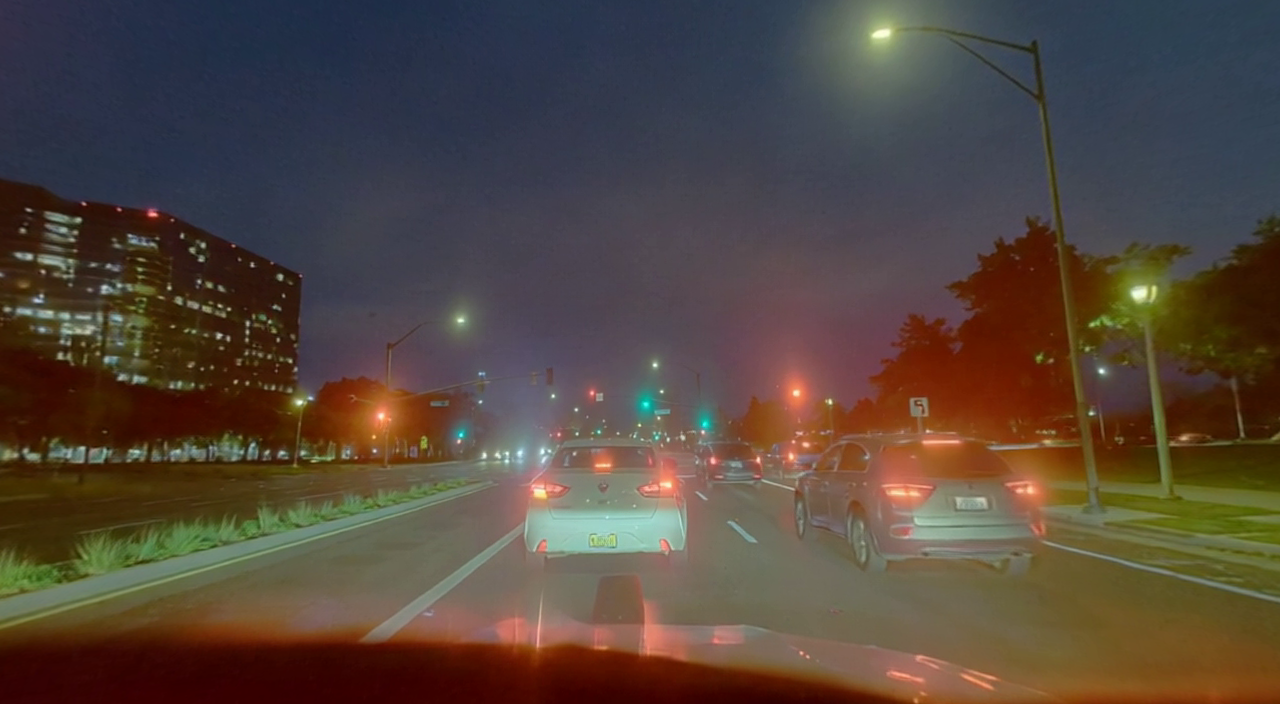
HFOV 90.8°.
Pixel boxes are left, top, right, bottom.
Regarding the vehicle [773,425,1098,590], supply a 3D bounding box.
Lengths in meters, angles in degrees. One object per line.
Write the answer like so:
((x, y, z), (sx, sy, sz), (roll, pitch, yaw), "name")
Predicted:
((3.141, 1.733, 7.920), (1.910, 1.474, 4.263), (0, -9, -1), "vehicle")

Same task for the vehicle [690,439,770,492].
((2.866, 3.714, 21.075), (1.874, 1.556, 4.116), (0, -9, -3), "vehicle")

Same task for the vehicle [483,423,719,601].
((-0.360, 1.636, 7.239), (2.006, 1.487, 3.535), (0, -9, -1), "vehicle")
